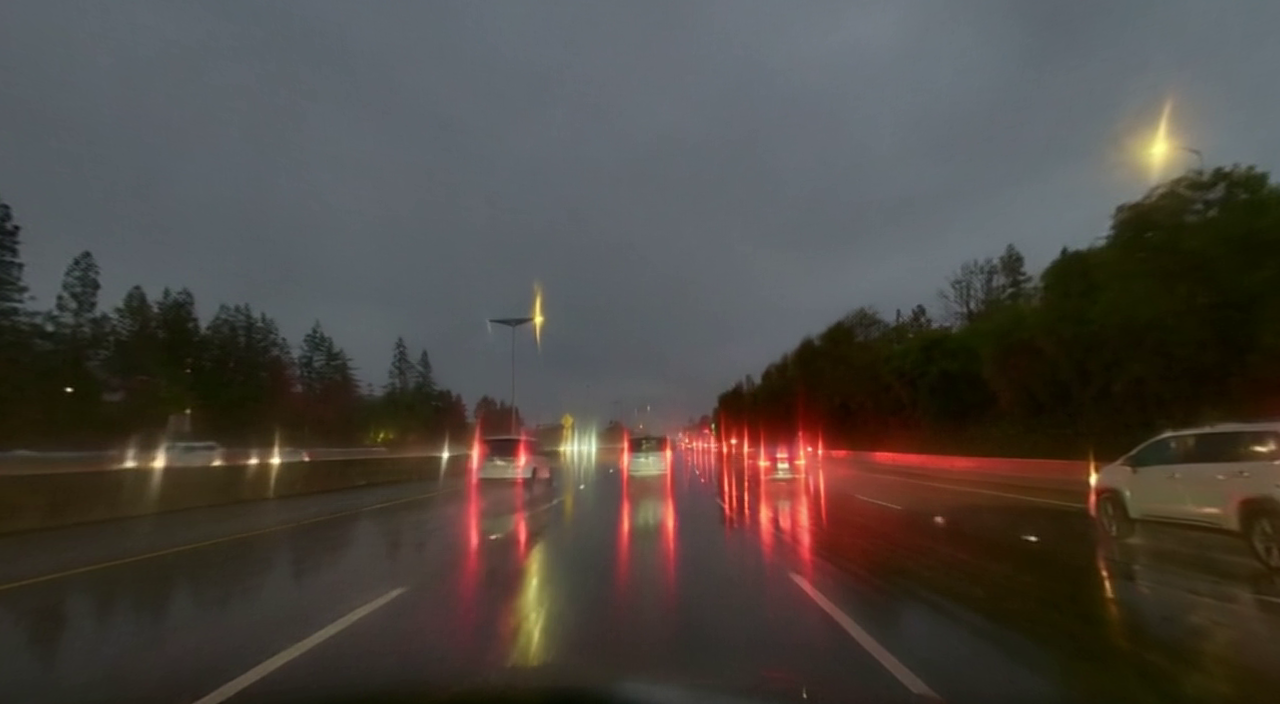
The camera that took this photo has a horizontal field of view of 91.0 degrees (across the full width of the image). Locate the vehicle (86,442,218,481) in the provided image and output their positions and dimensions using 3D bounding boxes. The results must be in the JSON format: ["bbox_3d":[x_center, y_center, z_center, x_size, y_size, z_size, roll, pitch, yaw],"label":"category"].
[{"bbox_3d":[-27.414,6.152,35.758,2.237,1.956,6.092,0,-9,5],"label":"vehicle"}]

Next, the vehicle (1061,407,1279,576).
[{"bbox_3d":[7.384,1.516,7.076,2.028,1.657,4.823,0,-9,1],"label":"vehicle"}]

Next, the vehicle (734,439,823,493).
[{"bbox_3d":[4.282,3.596,20.188,1.999,1.514,4.338,0,-9,2],"label":"vehicle"}]

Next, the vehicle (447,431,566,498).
[{"bbox_3d":[-3.574,3.133,17.954,2.128,1.627,4.697,0,-9,3],"label":"vehicle"}]

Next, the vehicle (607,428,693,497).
[{"bbox_3d":[0.328,3.131,18.157,2.181,1.728,3.970,0,-9,2],"label":"vehicle"}]

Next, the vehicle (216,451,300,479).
[{"bbox_3d":[-23.319,6.902,38.720,1.891,1.520,4.742,0,-9,5],"label":"vehicle"}]
